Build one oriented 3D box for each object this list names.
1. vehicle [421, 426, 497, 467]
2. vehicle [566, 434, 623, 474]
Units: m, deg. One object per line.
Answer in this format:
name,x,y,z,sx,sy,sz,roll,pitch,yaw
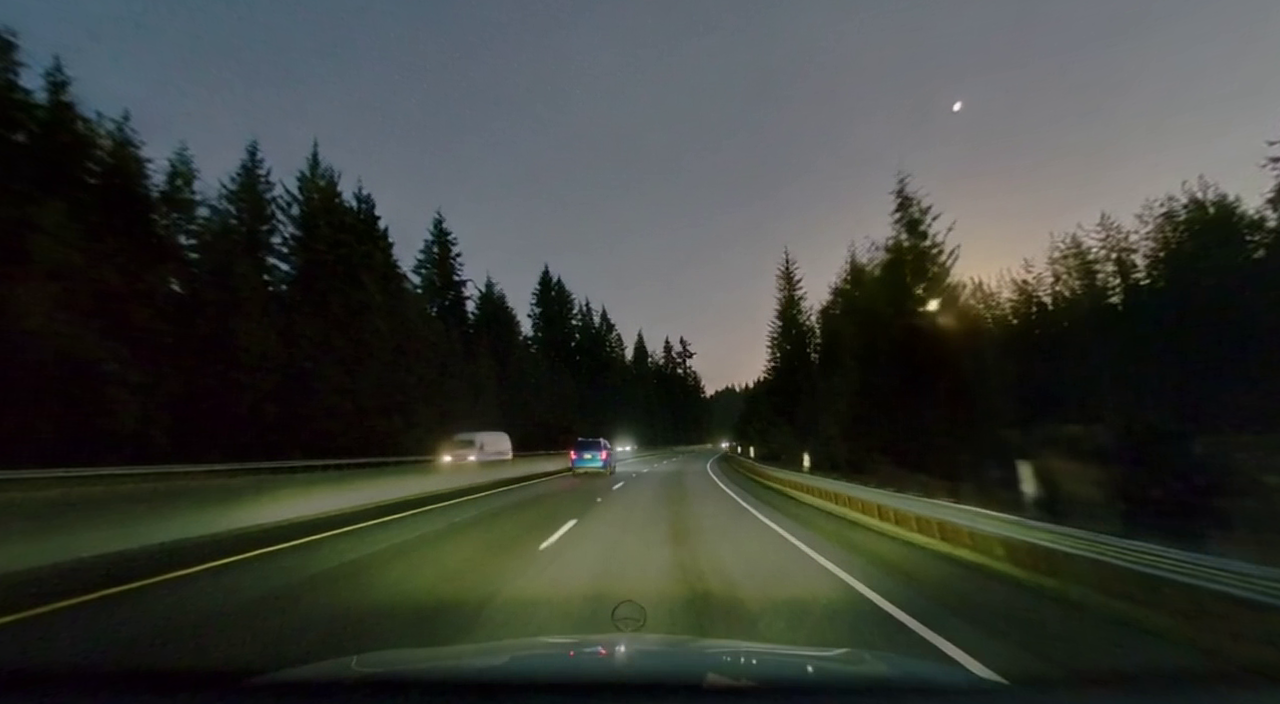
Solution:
vehicle,-11.326,5.999,40.130,2.301,2.350,6.995,-1,-8,4
vehicle,-2.049,4.779,29.767,2.005,1.752,4.479,-1,-8,5
